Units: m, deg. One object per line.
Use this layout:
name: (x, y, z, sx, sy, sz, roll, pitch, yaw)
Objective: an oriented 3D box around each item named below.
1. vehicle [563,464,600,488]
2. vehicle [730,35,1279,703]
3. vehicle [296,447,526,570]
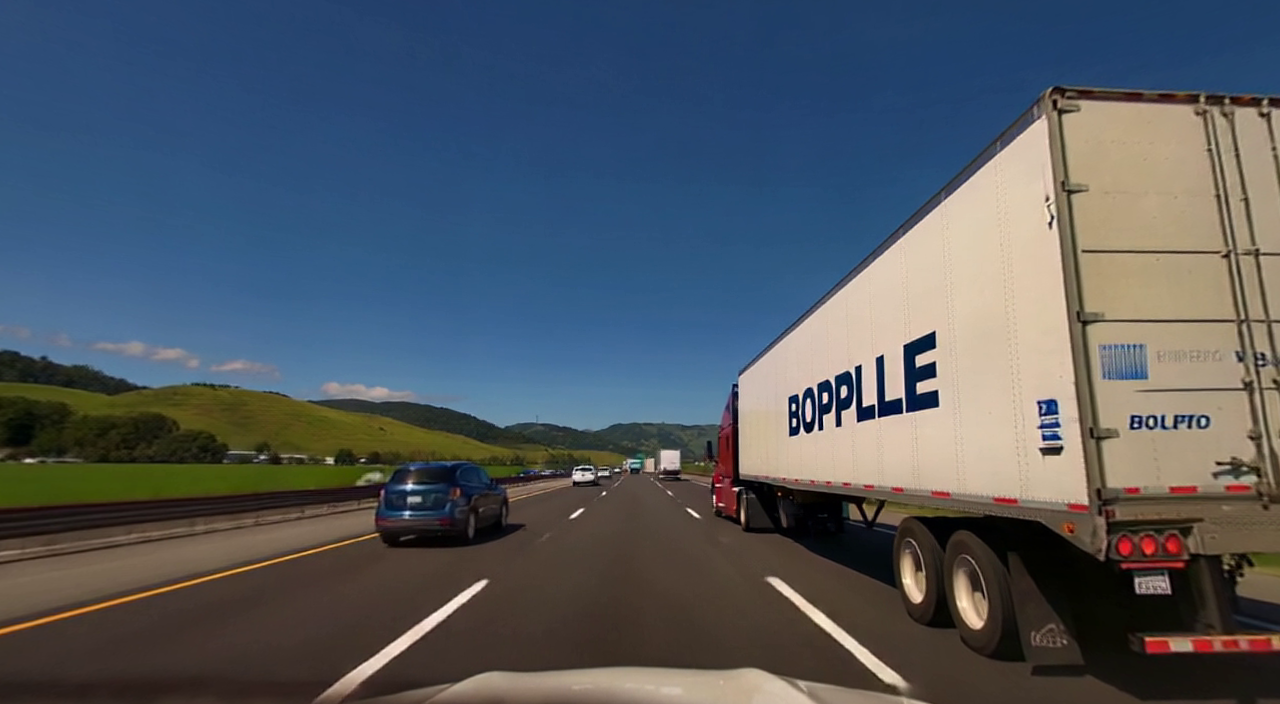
vehicle: (-3.999, 8.649, 44.037, 2.088, 1.566, 4.853, 1, -11, 0)
vehicle: (4.058, 1.291, 10.554, 2.839, 4.062, 14.051, 1, -11, -1)
vehicle: (-3.275, 2.372, 10.128, 2.021, 1.505, 4.286, 1, -11, 1)
